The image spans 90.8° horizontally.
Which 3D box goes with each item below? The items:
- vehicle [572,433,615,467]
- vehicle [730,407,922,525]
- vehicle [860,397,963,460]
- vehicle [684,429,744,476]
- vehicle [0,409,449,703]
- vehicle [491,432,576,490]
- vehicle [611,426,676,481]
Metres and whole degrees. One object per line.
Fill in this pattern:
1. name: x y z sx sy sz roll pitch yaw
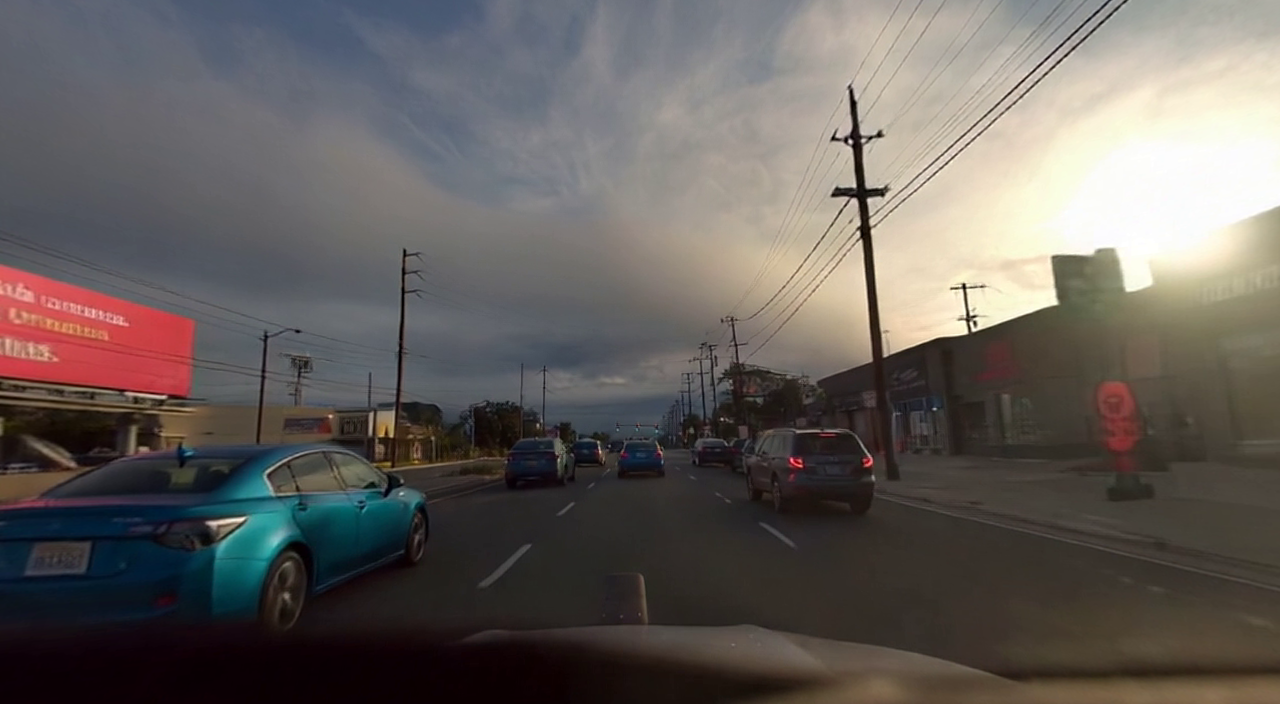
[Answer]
1. vehicle: -2.936 6.365 41.295 2.405 2.009 5.909 0 -8 0
2. vehicle: 3.380 2.211 12.791 2.282 1.897 4.915 0 -8 -1
3. vehicle: 12.519 3.661 29.651 2.477 2.665 5.203 0 -8 0
4. vehicle: 3.148 4.401 27.814 2.026 1.904 4.102 0 -8 -2
5. vehicle: -3.277 1.348 5.208 2.022 1.498 4.471 0 -8 0
6. vehicle: -3.310 3.483 20.481 2.051 1.671 3.861 0 -8 0
7. vehicle: 0.088 3.955 24.801 2.326 1.925 4.253 0 -8 -1
